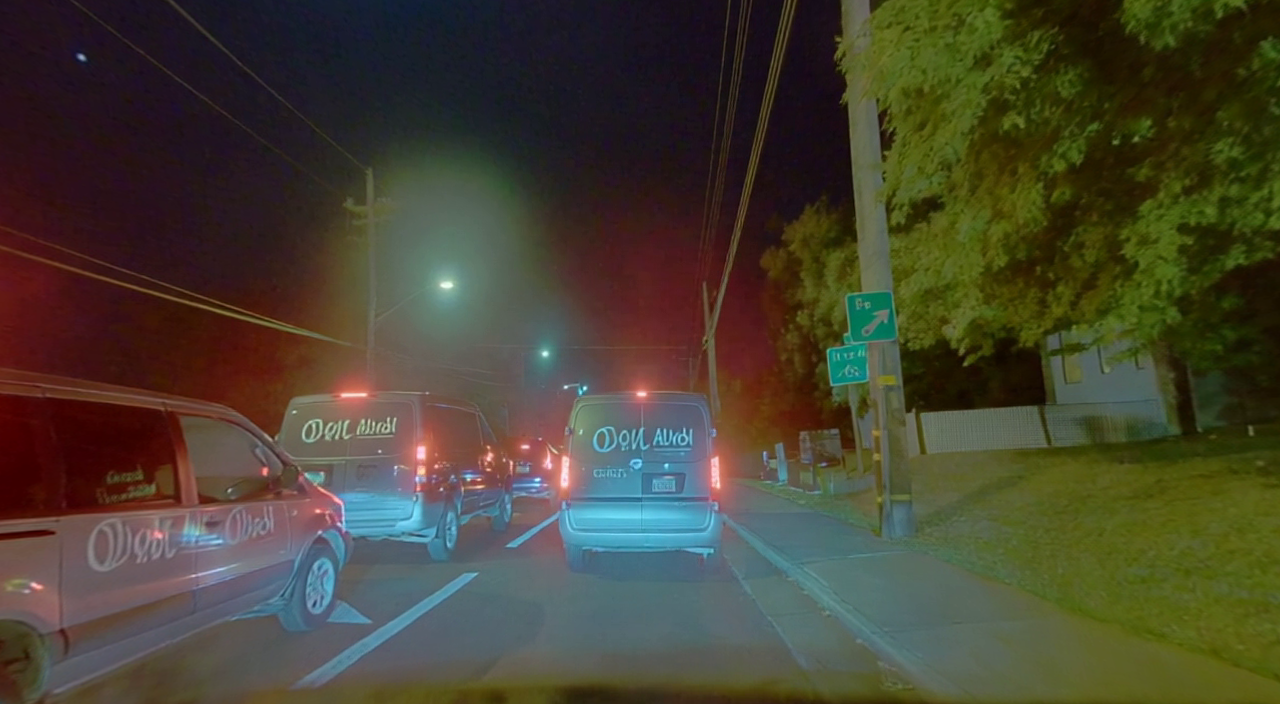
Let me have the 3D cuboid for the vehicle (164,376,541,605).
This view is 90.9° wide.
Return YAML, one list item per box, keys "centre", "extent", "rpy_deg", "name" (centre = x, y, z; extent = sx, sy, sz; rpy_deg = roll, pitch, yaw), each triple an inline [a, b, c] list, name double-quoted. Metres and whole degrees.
- centre: [-2.752, 1.481, 7.619]
  extent: [2.109, 1.851, 4.749]
  rpy_deg: [-1, -8, 3]
  name: "vehicle"

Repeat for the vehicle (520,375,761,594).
- centre: [0.110, 1.468, 7.688]
  extent: [2.117, 1.911, 4.095]
  rpy_deg: [-1, -8, 3]
  name: "vehicle"

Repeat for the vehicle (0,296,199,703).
- centre: [-3.110, 0.484, 0.240]
  extent: [2.160, 1.796, 4.997]
  rpy_deg: [0, -8, 1]
  name: "vehicle"
